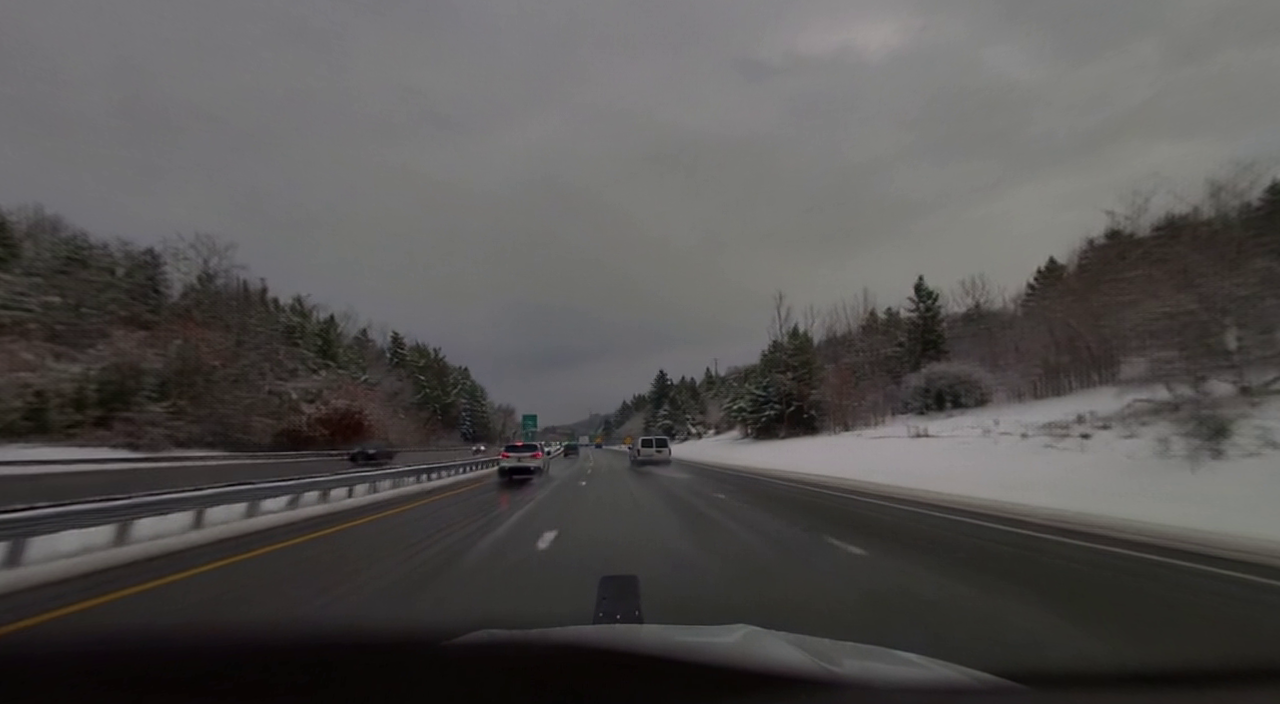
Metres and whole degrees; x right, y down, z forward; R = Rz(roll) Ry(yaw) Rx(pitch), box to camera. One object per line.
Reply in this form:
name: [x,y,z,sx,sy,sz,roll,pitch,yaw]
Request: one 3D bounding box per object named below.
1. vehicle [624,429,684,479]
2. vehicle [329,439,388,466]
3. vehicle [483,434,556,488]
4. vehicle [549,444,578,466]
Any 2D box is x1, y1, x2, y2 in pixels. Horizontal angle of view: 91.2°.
vehicle: [0.503,4.397,27.061,2.179,1.930,4.538,0,-9,-4]
vehicle: [-18.034,6.483,40.413,1.983,1.629,4.235,0,-9,-3]
vehicle: [-4.189,3.878,22.530,1.963,1.711,4.284,0,-9,-3]
vehicle: [-5.513,7.519,45.798,1.809,1.510,4.235,0,-9,-3]
